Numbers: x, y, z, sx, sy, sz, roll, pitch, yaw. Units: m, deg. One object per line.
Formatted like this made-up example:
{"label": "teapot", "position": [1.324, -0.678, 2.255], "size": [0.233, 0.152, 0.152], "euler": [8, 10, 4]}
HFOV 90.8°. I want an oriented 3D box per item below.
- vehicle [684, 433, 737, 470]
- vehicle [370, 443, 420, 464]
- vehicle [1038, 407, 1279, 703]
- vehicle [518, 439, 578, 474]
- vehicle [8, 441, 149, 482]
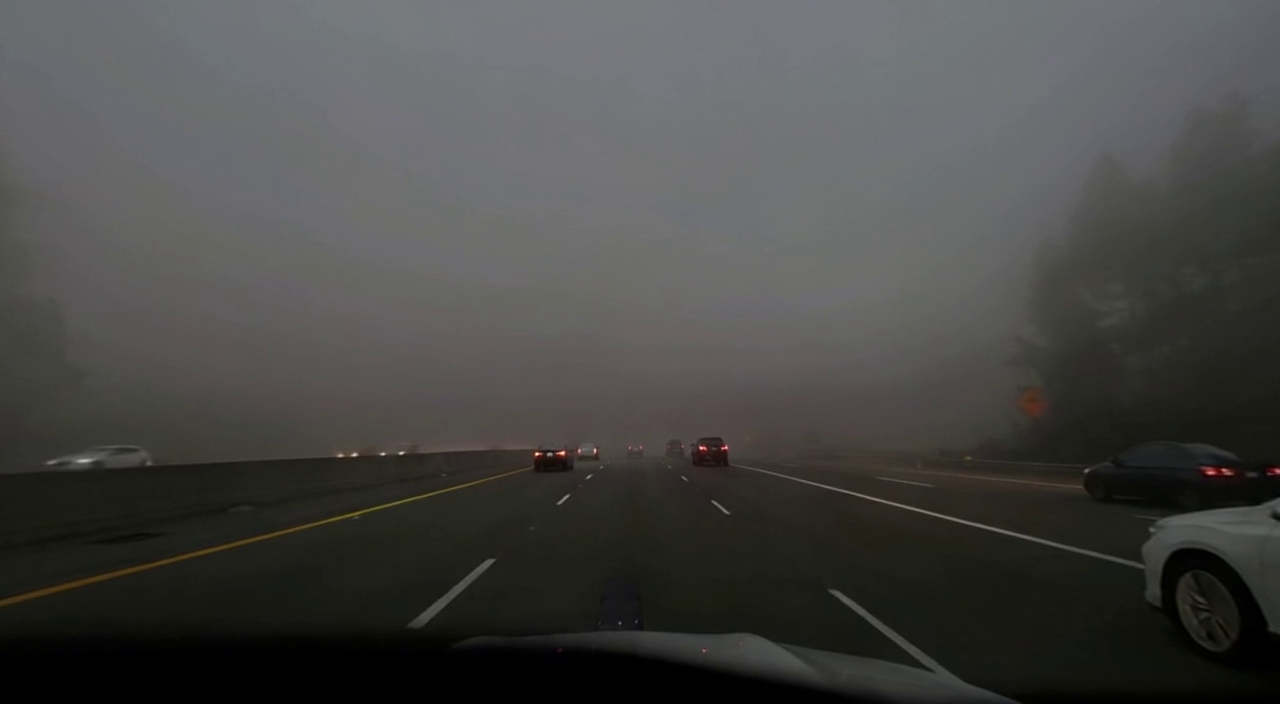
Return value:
{"label": "vehicle", "position": [3.471, 5.032, 32.005], "size": [2.072, 1.761, 4.242], "euler": [0, -9, -1]}
{"label": "vehicle", "position": [-17.612, 7.325, 45.576], "size": [1.921, 1.444, 4.551], "euler": [0, -9, -2]}
{"label": "vehicle", "position": [3.599, 0.870, 1.928], "size": [1.989, 1.472, 4.322], "euler": [0, -9, 1]}
{"label": "vehicle", "position": [-4.124, 4.780, 29.134], "size": [1.997, 1.476, 4.703], "euler": [0, -9, 1]}
{"label": "vehicle", "position": [-23.524, 4.592, 26.724], "size": [1.960, 1.555, 4.492], "euler": [0, -9, -2]}
